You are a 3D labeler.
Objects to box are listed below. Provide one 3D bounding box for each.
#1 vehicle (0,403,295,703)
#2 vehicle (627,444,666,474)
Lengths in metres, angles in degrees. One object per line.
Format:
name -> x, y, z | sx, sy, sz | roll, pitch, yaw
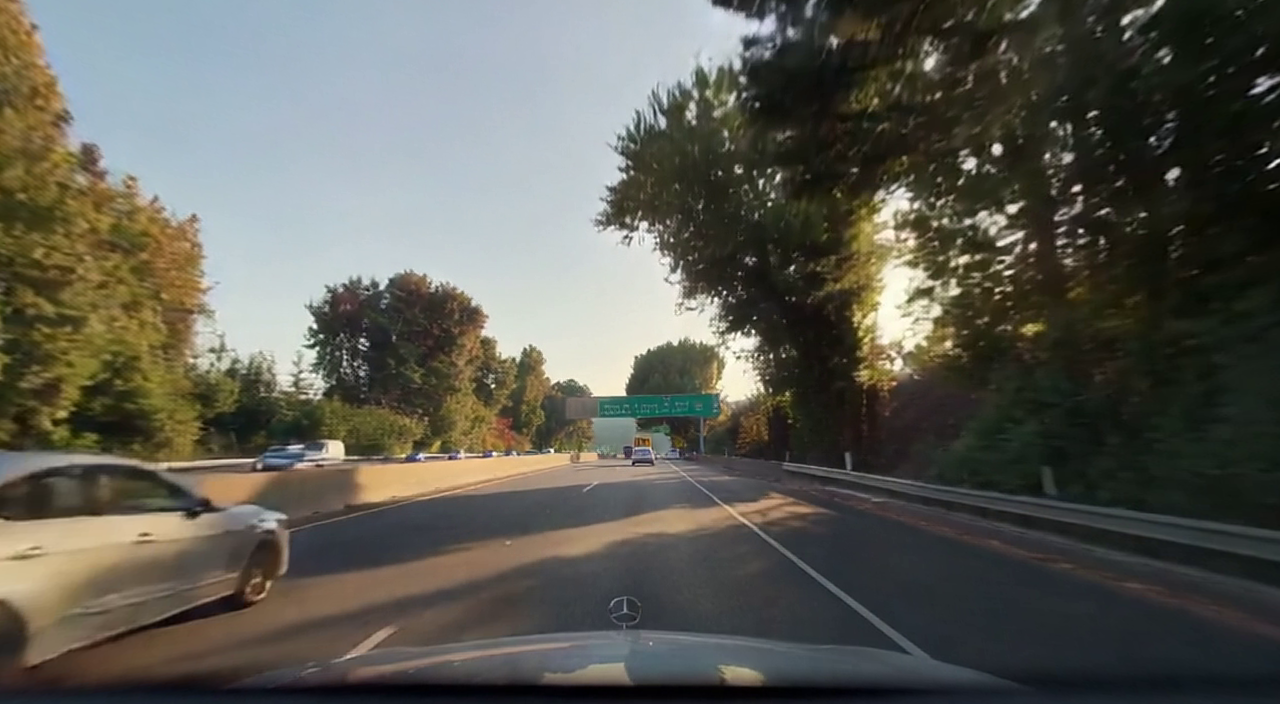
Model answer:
vehicle -> -4.187, 1.071, 3.352 | 2.081, 1.534, 4.543 | 0, -9, 1
vehicle -> 0.311, 5.629, 33.157 | 1.960, 1.456, 3.818 | 0, -9, 0
